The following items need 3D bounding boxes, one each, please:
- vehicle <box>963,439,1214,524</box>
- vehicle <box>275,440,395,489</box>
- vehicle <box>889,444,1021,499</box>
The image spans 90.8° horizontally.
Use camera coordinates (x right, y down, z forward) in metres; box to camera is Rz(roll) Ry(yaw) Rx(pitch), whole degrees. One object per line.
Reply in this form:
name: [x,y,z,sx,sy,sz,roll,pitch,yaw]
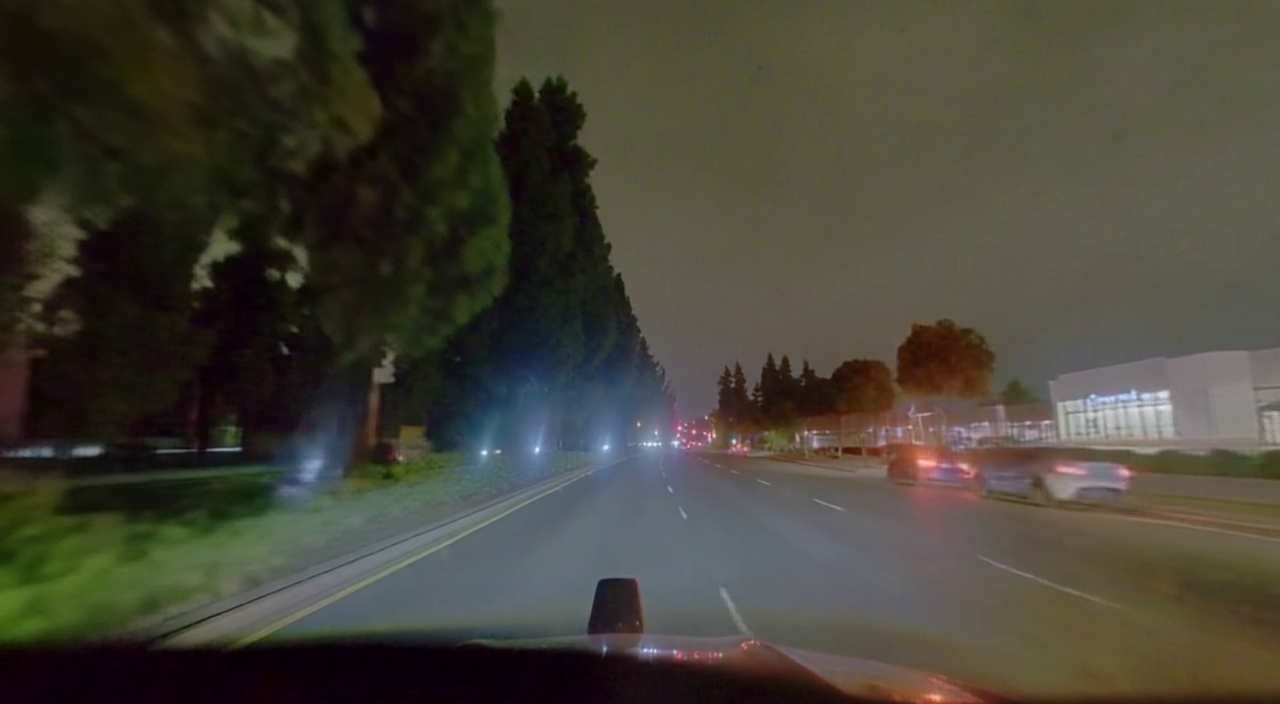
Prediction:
vehicle: [9.005,2.624,13.381,2.022,1.449,4.706,-1,-9,3]
vehicle: [-10.371,3.833,21.955,1.864,1.497,4.604,0,-9,0]
vehicle: [9.322,3.549,19.183,1.920,1.456,4.402,-1,-9,3]
